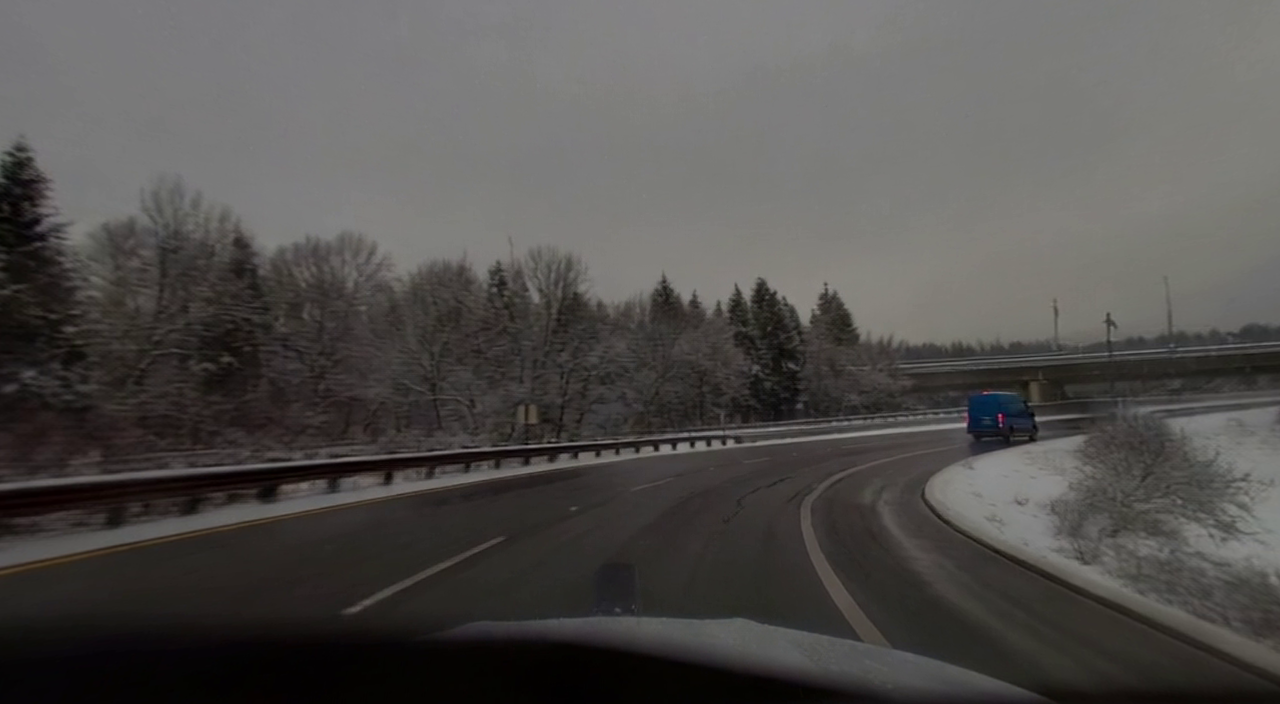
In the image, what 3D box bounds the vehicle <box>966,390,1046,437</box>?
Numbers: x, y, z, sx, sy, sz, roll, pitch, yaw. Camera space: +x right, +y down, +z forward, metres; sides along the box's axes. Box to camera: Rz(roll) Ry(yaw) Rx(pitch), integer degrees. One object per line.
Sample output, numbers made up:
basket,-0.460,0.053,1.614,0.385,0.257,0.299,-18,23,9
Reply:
vehicle,22.081,3.788,37.924,5.330,2.577,2.352,6,-10,-40
